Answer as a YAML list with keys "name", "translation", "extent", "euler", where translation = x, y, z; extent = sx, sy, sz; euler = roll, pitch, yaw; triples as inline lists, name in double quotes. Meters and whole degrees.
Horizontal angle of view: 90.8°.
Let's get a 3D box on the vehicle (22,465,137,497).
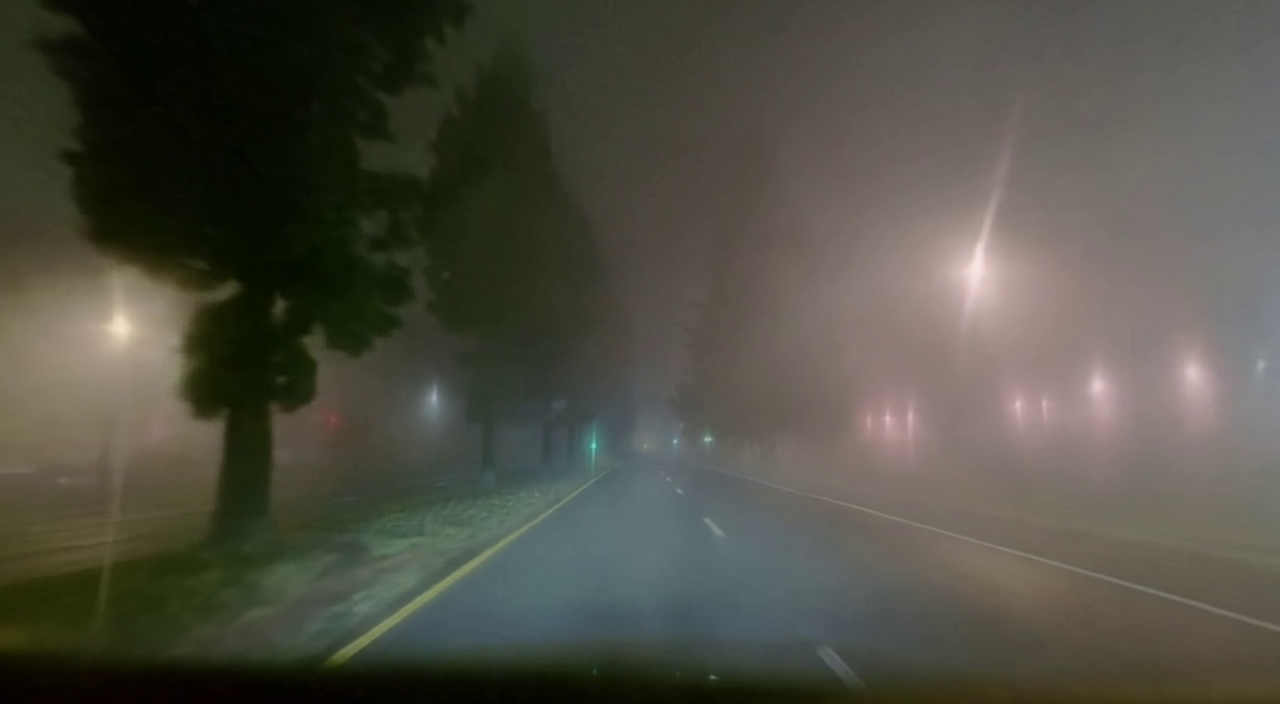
- name: "vehicle"
  translation: [-28.738, 6.611, 32.478]
  extent: [4.342, 1.446, 1.722]
  euler: [-2, -8, 2]
